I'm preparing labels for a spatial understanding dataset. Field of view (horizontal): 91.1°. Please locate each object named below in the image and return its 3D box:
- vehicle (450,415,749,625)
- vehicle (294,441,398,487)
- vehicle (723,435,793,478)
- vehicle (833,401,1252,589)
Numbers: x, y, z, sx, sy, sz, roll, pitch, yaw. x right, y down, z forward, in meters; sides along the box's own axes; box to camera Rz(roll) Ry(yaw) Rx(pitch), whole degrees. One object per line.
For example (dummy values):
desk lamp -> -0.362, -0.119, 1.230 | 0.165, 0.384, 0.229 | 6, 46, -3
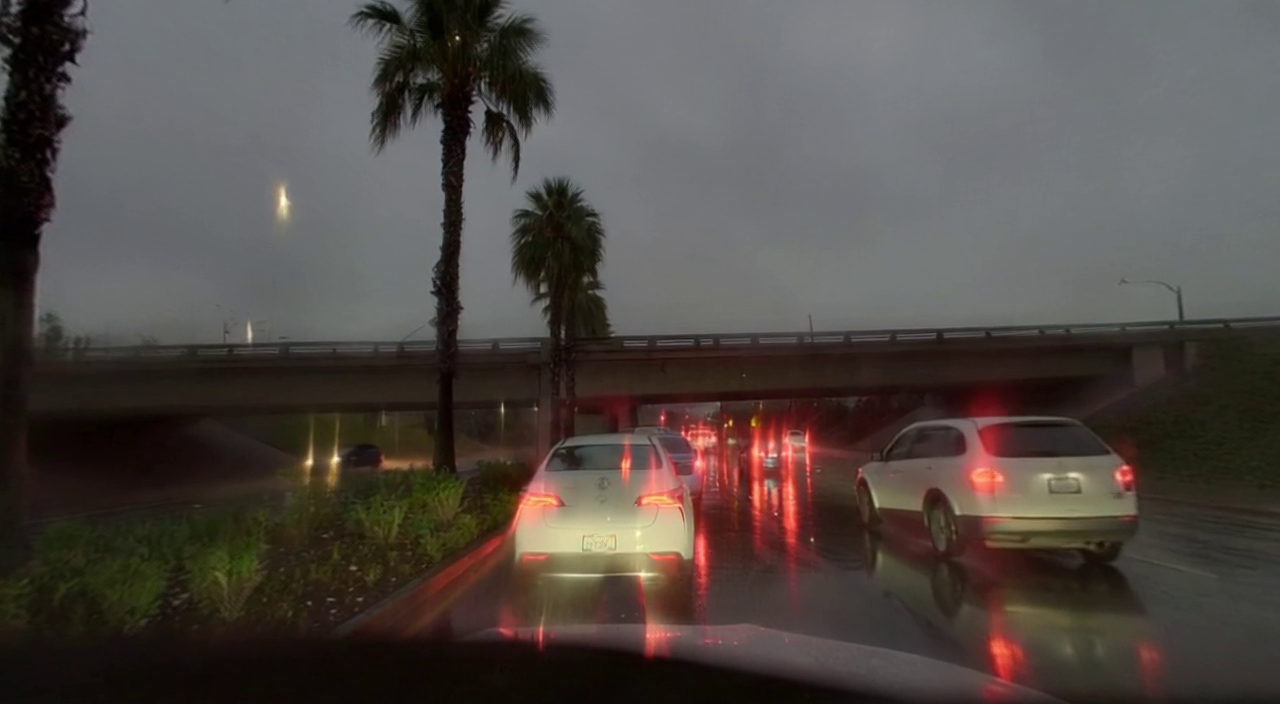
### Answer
vehicle -> -0.242, 1.524, 6.642 | 2.172, 1.506, 4.018 | 0, -9, 2
vehicle -> -11.854, 4.516, 25.706 | 2.084, 1.704, 4.485 | 0, -9, -1
vehicle -> 4.566, 4.120, 24.951 | 2.034, 1.517, 4.840 | 0, -9, 2
vehicle -> 4.220, 1.588, 7.889 | 2.149, 1.609, 4.807 | 0, -9, 2
